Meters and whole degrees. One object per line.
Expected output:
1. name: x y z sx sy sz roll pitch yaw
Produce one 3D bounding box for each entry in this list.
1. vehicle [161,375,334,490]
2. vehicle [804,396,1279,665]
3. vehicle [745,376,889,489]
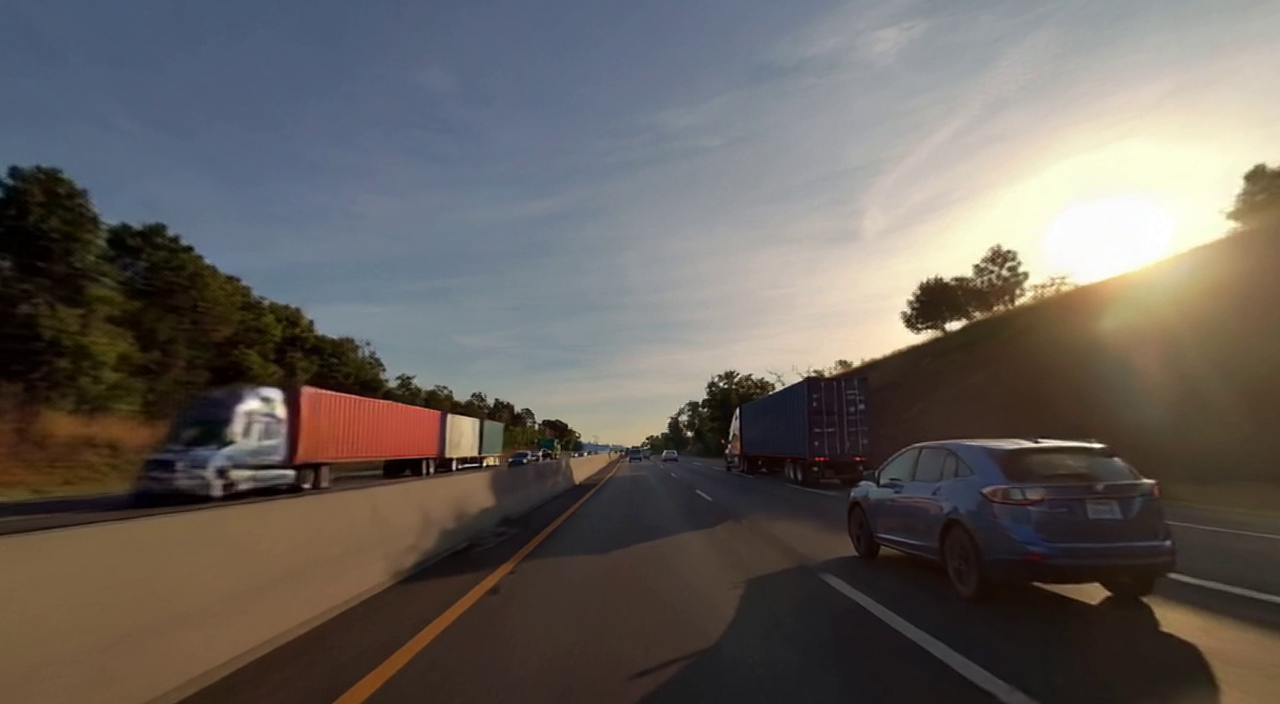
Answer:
1. vehicle: -15.228 3.250 25.161 3.012 3.994 5.844 0 -9 -1
2. vehicle: 3.342 1.450 6.268 2.130 1.658 4.537 0 -9 -1
3. vehicle: 7.533 3.922 29.714 2.882 4.109 13.567 0 -9 0
